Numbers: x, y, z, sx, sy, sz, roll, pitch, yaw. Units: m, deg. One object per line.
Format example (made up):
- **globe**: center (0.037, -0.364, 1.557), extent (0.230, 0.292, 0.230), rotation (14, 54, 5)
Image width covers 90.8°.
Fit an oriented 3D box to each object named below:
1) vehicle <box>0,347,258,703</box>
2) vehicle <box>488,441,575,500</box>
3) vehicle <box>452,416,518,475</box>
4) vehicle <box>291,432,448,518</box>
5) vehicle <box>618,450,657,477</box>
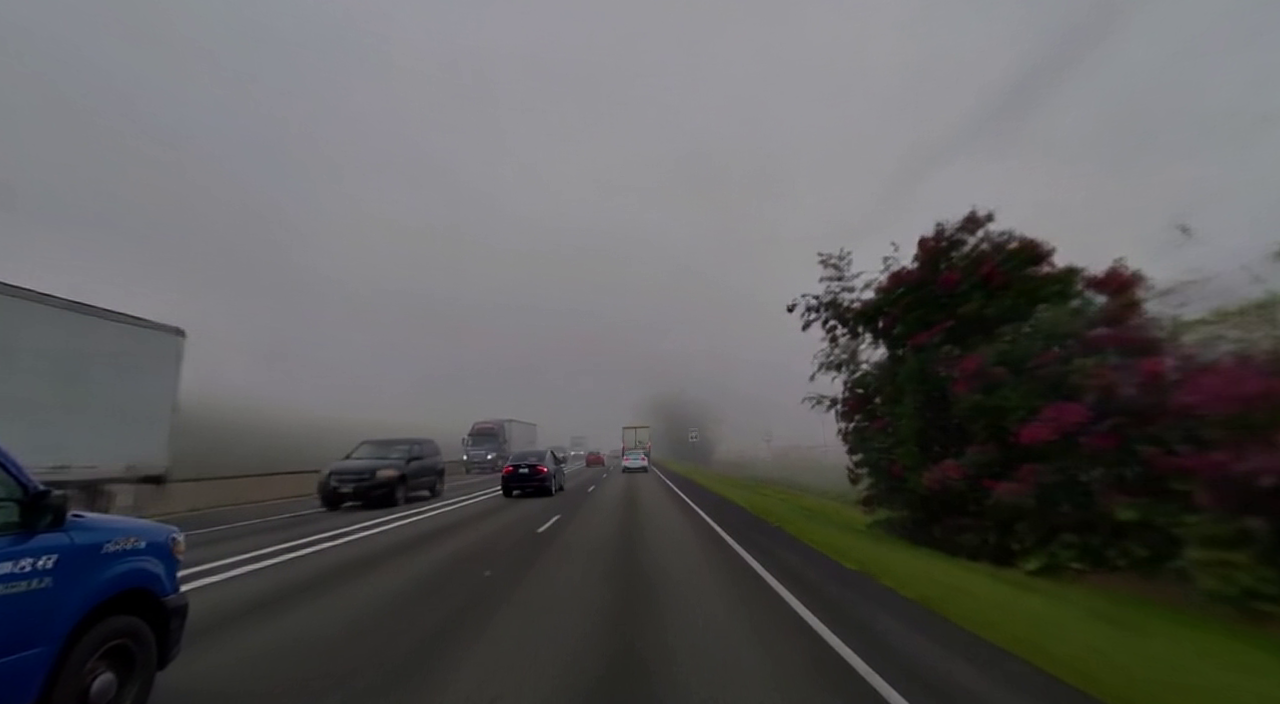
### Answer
- **vehicle**: center (-3.176, 0.692, 1.126), extent (2.117, 1.688, 4.582), rotation (0, -9, 0)
- **vehicle**: center (-3.228, 3.610, 19.565), extent (1.937, 1.600, 4.141), rotation (0, -9, 0)
- **vehicle**: center (-10.115, 6.204, 41.902), extent (2.922, 3.600, 6.110), rotation (0, -9, -1)
- **vehicle**: center (-6.689, 3.070, 16.307), extent (1.982, 1.872, 4.578), rotation (0, -9, 0)
- **vehicle**: center (-0.150, 6.188, 35.258), extent (2.095, 1.393, 3.908), rotation (0, -9, 0)
